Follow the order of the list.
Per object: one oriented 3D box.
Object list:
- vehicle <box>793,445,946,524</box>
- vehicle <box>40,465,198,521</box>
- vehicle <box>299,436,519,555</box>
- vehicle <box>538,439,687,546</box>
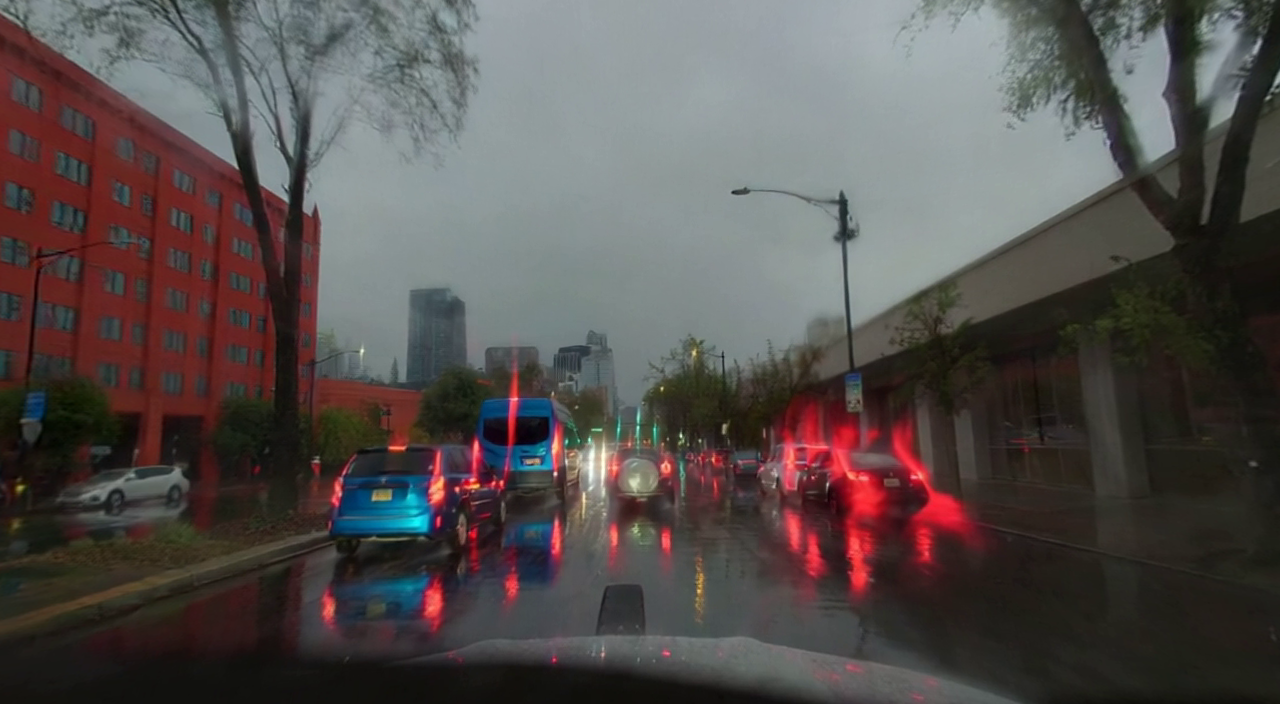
[{"bbox_3d":[4.908,2.864,14.178,1.832,1.491,4.054,1,-9,-1],"label":"vehicle"},{"bbox_3d":[-17.869,4.811,21.923,1.802,1.609,4.284,0,-9,0],"label":"vehicle"},{"bbox_3d":[-3.519,2.259,10.694,1.995,1.554,4.426,0,-9,1],"label":"vehicle"},{"bbox_3d":[-0.387,2.351,11.227,2.152,1.518,4.113,0,-9,0],"label":"vehicle"}]
